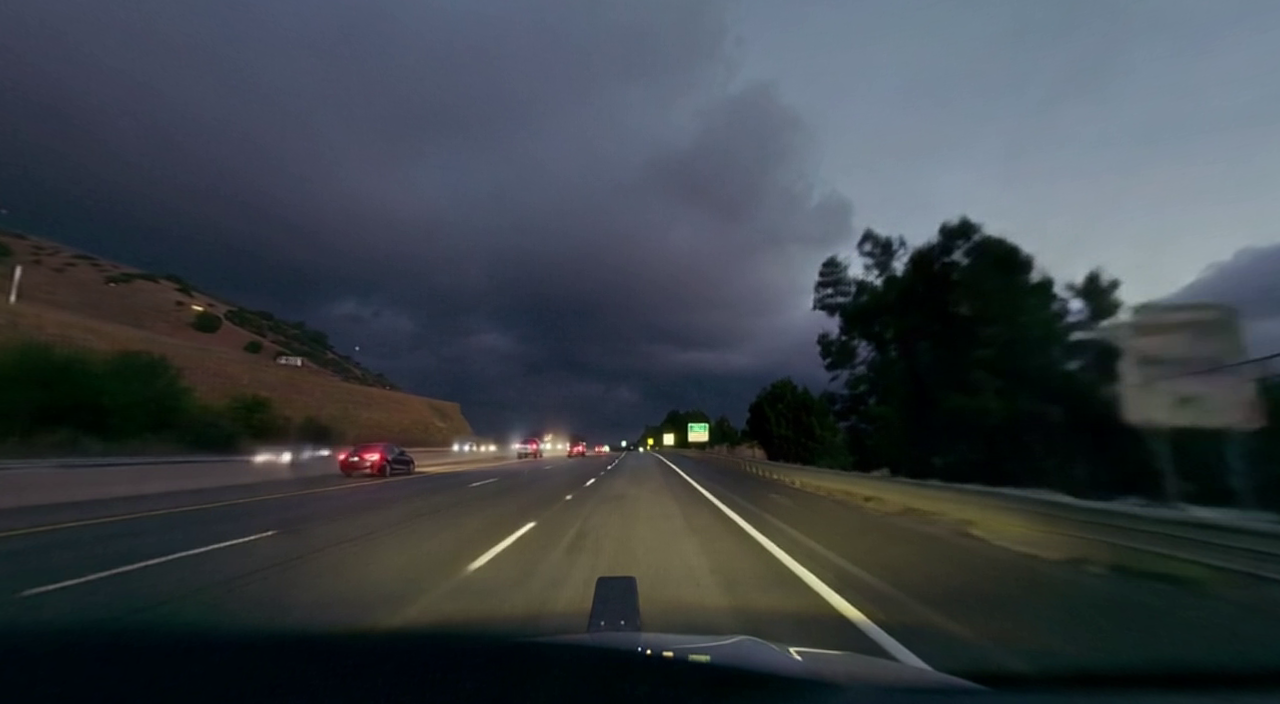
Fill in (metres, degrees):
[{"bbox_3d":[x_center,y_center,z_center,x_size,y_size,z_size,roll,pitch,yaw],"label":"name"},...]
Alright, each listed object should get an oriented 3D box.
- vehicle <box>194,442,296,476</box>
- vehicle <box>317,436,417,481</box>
[{"bbox_3d":[-18.467,4.983,29.616,1.847,1.474,4.504,0,-8,1],"label":"vehicle"},{"bbox_3d":[-10.896,4.252,25.446,2.001,1.625,4.528,0,-8,0],"label":"vehicle"}]
